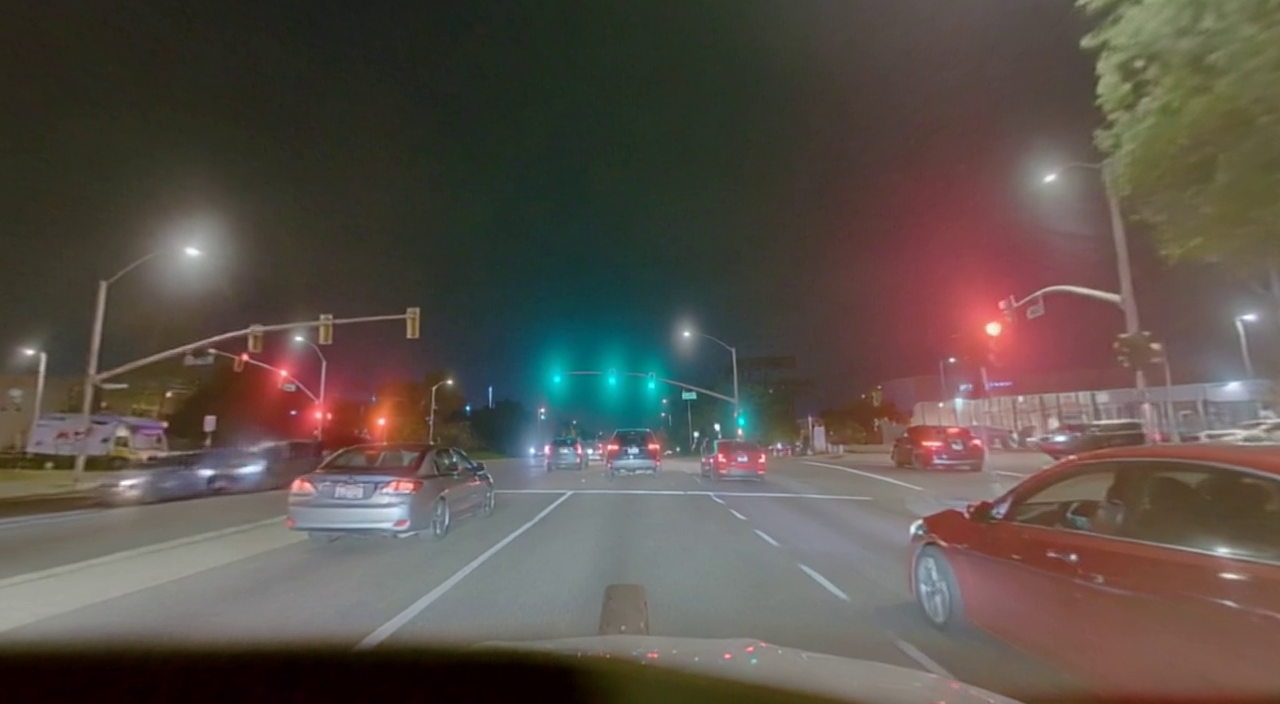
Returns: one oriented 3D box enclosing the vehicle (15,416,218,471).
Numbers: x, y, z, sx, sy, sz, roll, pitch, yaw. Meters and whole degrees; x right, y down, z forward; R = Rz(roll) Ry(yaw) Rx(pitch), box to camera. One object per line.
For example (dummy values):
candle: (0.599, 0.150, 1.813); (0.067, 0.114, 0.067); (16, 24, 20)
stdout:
vehicle: (-35.019, 6.056, 42.232); (12.467, 3.385, 3.314); (-1, -8, 13)

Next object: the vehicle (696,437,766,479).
vehicle: (3.475, 4.134, 24.930); (2.058, 1.472, 4.317); (1, -8, -1)

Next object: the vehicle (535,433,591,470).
vehicle: (-3.638, 4.780, 30.530); (2.130, 1.645, 3.995); (0, -8, 1)

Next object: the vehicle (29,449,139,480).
vehicle: (-30.072, 6.055, 34.117); (4.488, 1.445, 2.098); (-1, -8, 12)

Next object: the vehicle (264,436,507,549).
vehicle: (-3.604, 2.015, 9.869); (2.115, 1.369, 3.908); (0, -8, 1)

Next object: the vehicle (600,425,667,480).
vehicle: (-0.243, 3.865, 24.589); (2.361, 1.898, 4.465); (0, -8, 0)

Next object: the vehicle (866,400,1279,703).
vehicle: (3.071, 1.089, 3.401); (2.052, 1.475, 4.540); (0, -8, 0)
